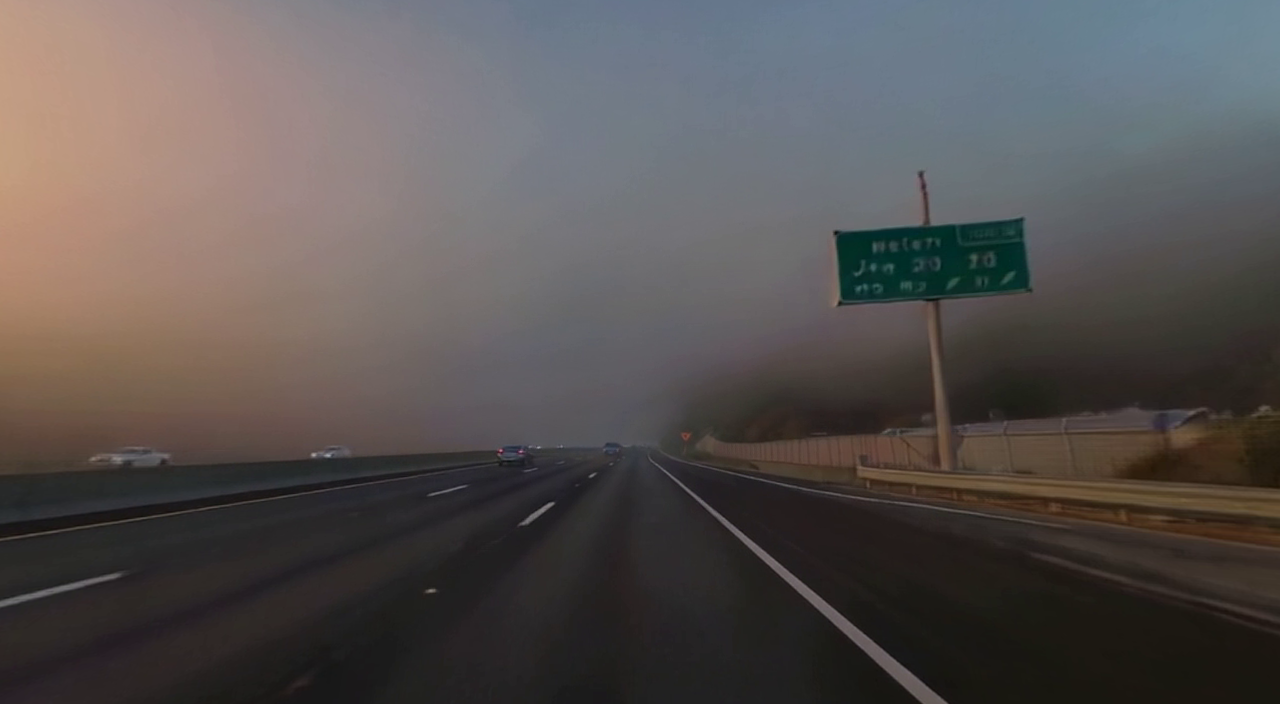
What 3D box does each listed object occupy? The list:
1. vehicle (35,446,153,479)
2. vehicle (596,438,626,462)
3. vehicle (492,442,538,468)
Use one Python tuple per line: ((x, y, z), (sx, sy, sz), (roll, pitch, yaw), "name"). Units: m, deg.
((-36.582, 7.392, 42.650), (2.354, 1.995, 6.272), (0, -9, 0), "vehicle")
((-2.172, 7.597, 48.917), (2.029, 1.753, 4.718), (0, -9, 1), "vehicle")
((-7.689, 6.374, 39.220), (1.930, 1.508, 4.567), (0, -9, 0), "vehicle")
